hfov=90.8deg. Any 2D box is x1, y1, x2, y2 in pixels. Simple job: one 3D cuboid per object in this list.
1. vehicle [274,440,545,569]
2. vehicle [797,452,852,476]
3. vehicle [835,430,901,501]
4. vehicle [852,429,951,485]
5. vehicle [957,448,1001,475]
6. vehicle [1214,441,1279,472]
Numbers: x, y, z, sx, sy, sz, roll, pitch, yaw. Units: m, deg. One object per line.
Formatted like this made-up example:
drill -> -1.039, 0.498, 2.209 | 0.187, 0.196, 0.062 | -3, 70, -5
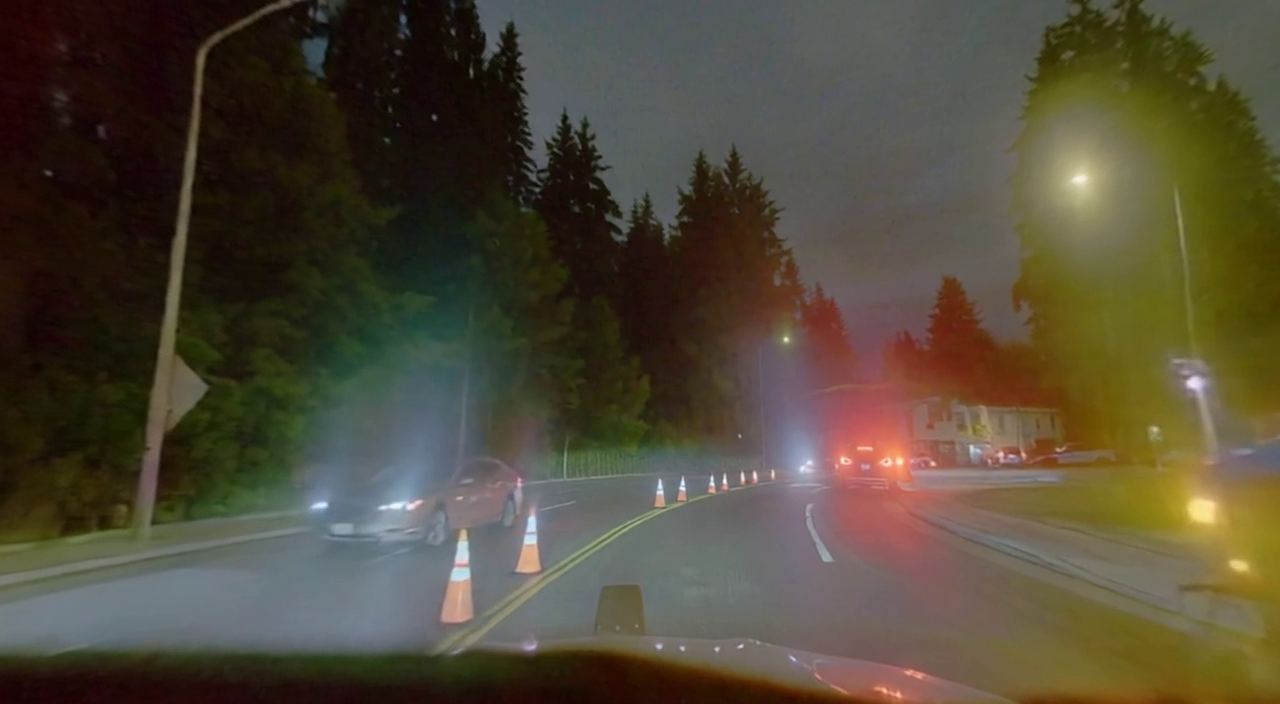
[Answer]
vehicle -> -3.154, 2.163, 9.775 | 1.945, 1.494, 4.201 | -1, -9, 12
vehicle -> 12.203, 7.305, 41.557 | 1.933, 1.428, 4.449 | -6, -10, 37
vehicle -> 7.906, 3.879, 21.928 | 1.913, 2.241, 3.024 | -3, -9, 20
vehicle -> 13.826, 5.340, 33.081 | 3.098, 2.601, 6.758 | -6, -9, 36
vehicle -> 23.906, 7.683, 44.495 | 2.030, 1.774, 3.884 | -6, -11, 36
vehicle -> 31.028, 5.132, 30.966 | 1.703, 1.454, 4.378 | 1, -9, 1
